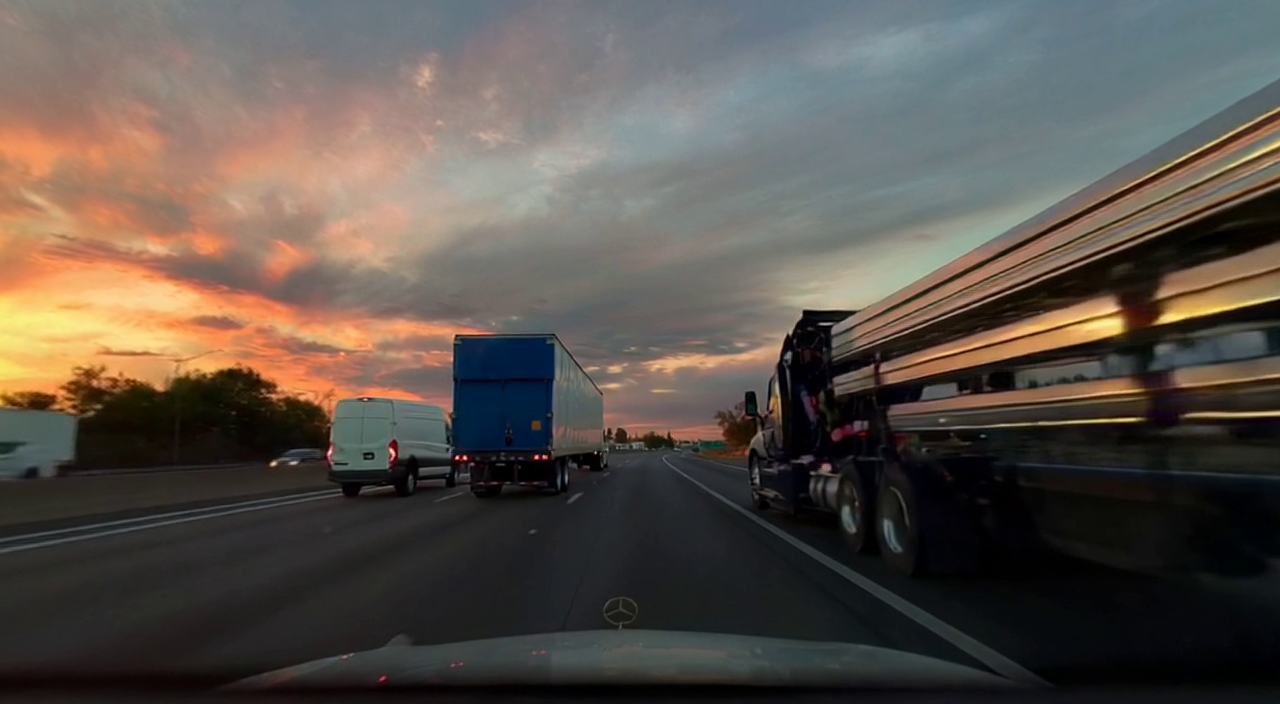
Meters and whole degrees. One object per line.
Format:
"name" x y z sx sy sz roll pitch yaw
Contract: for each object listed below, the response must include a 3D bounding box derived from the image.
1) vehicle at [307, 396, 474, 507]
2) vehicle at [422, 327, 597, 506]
"vehicle" -6.833 2.846 18.342 2.385 2.672 6.049 0 -8 0
"vehicle" -3.547 2.721 22.729 2.939 4.132 16.303 0 -9 0
